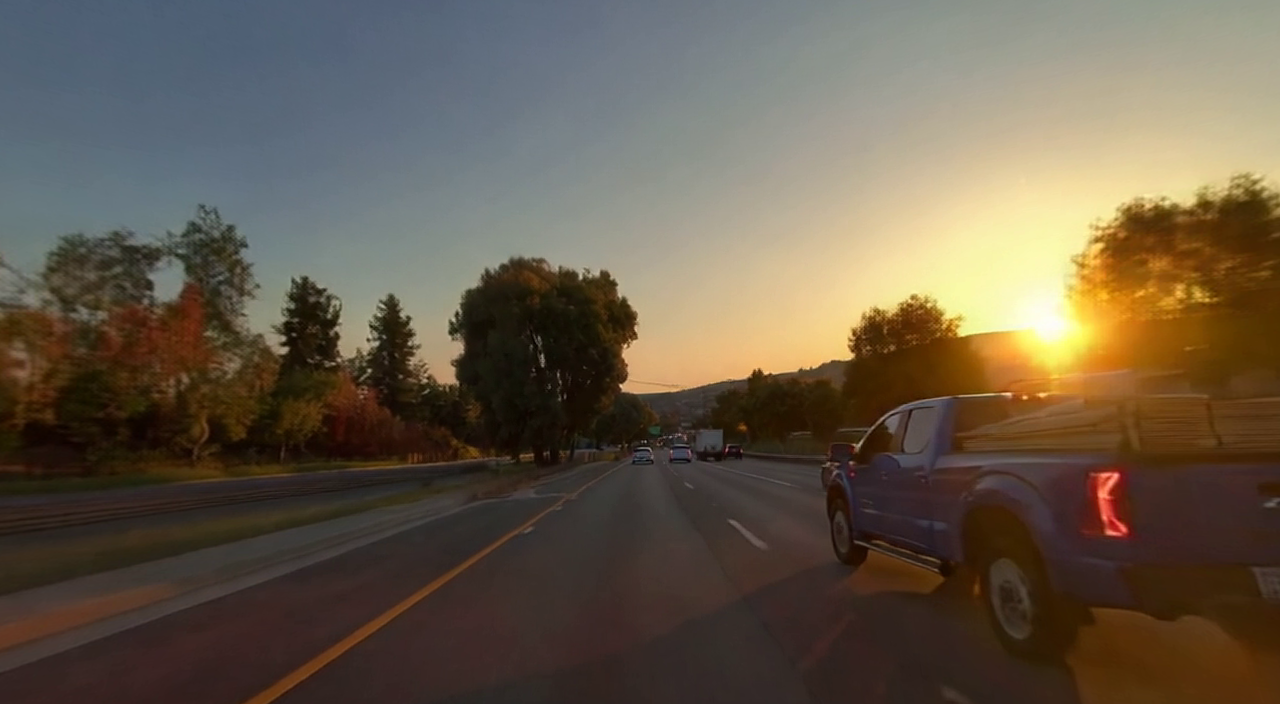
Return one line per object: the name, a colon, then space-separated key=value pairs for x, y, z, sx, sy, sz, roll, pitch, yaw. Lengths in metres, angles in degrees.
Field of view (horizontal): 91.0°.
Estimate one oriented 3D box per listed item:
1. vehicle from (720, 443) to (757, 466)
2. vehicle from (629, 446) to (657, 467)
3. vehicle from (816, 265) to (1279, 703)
vehicle: x=7.683 y=8.033 z=49.616 sx=2.189 sy=1.704 sz=4.521 roll=0 pitch=-9 yaw=0
vehicle: x=0.238 y=7.820 z=47.343 sx=2.030 sy=1.473 sz=3.926 roll=0 pitch=-9 yaw=0
vehicle: x=3.518 y=1.053 z=5.442 sx=2.354 sy=2.079 sz=5.586 roll=0 pitch=-9 yaw=0
